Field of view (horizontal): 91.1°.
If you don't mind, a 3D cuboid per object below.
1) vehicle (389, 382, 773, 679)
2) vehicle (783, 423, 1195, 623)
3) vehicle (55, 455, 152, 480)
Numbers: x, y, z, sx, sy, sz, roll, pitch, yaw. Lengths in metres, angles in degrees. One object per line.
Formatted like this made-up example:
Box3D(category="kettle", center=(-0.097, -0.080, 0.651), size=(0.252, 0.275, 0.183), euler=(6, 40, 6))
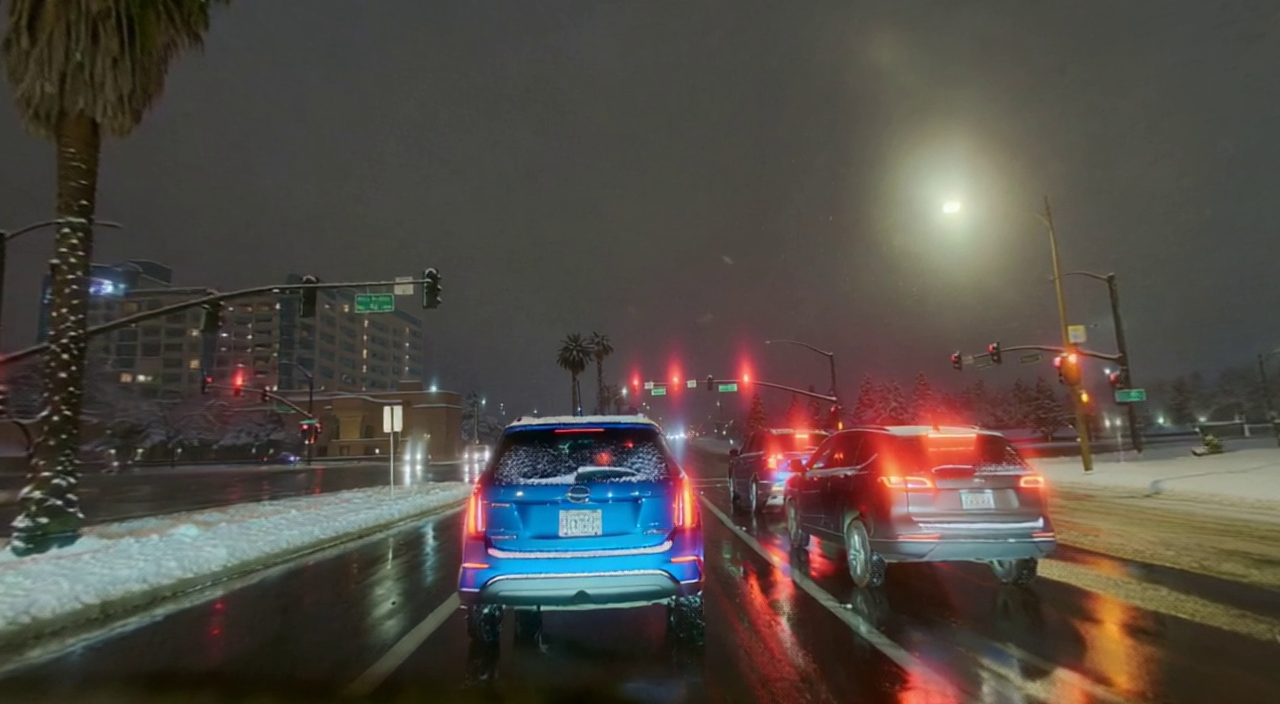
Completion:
Box3D(category="vehicle", center=(-0.336, 1.317, 5.688), size=(2.172, 1.694, 4.055), euler=(0, -8, 0))
Box3D(category="vehicle", center=(3.113, 1.609, 6.972), size=(1.971, 1.473, 4.495), euler=(0, -8, 0))
Box3D(category="vehicle", center=(-40.222, 8.628, 47.119), size=(5.347, 1.785, 2.123), euler=(0, -8, 2))
